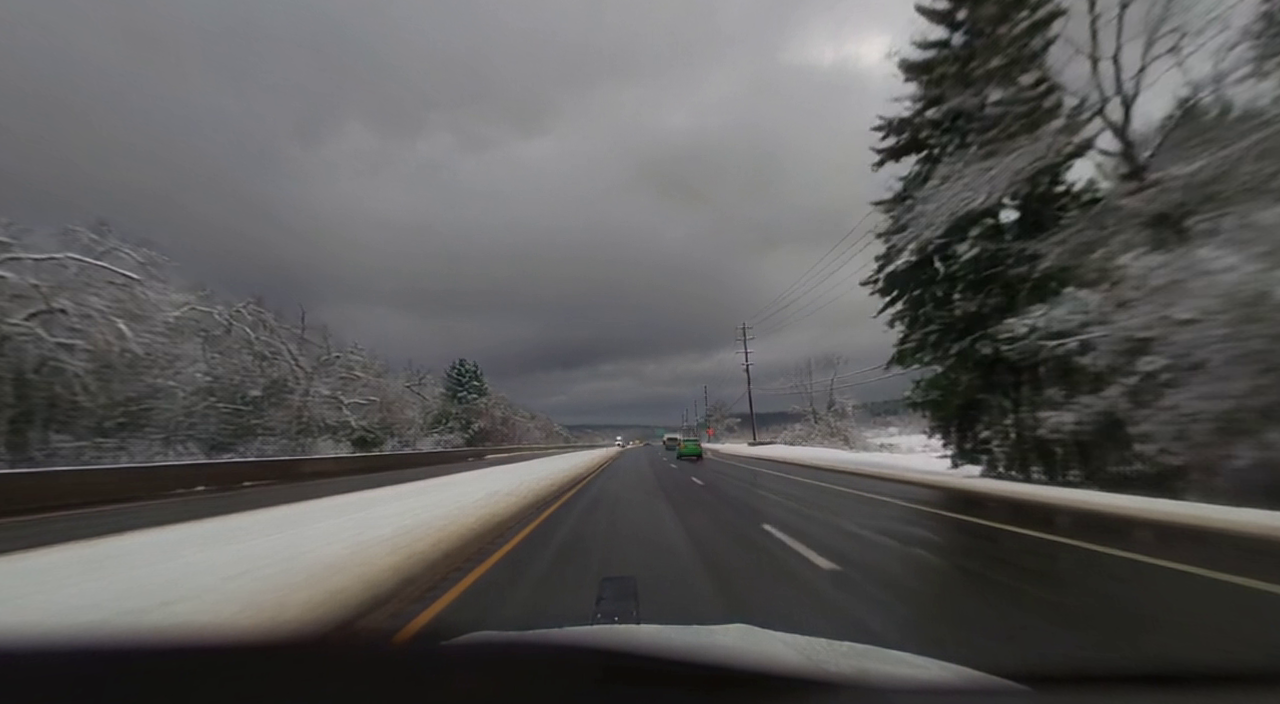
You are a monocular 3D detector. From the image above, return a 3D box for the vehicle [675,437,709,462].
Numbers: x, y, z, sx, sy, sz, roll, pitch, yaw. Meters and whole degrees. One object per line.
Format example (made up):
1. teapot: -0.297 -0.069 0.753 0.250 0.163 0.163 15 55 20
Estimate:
1. vehicle: 3.473 6.564 42.740 1.977 1.581 4.428 -1 -8 0
